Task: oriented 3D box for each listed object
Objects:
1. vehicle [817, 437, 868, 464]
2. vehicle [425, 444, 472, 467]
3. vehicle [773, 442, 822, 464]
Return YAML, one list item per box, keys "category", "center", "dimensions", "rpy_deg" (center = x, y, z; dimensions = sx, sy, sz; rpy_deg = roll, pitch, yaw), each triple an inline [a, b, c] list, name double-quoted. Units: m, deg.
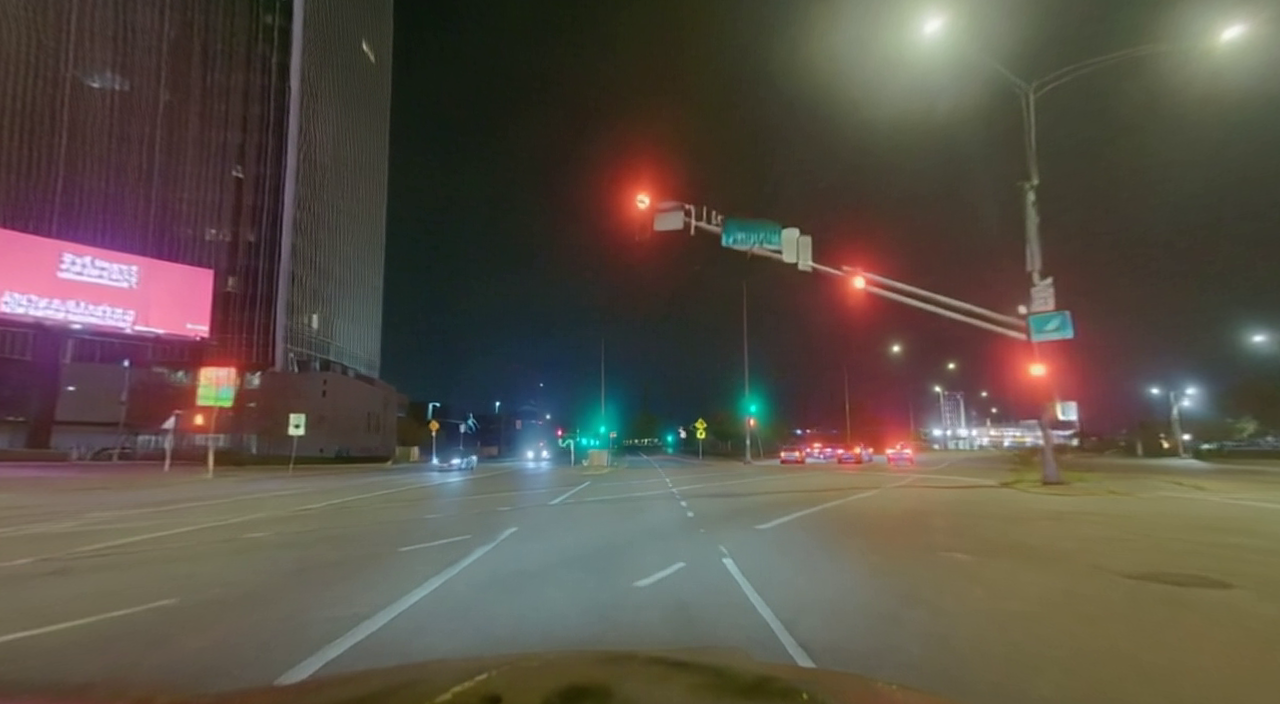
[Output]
- category: "vehicle"
  center: [14.637, 7.051, 45.387]
  dimensions: [2.232, 1.814, 5.285]
  rpy_deg: [-5, -10, 31]
- category: "vehicle"
  center: [-14.909, 8.062, 49.467]
  dimensions: [2.161, 1.681, 4.743]
  rpy_deg: [0, -8, 1]
- category: "vehicle"
  center: [11.668, 7.420, 46.510]
  dimensions: [2.023, 1.527, 5.016]
  rpy_deg: [-5, -10, 31]
